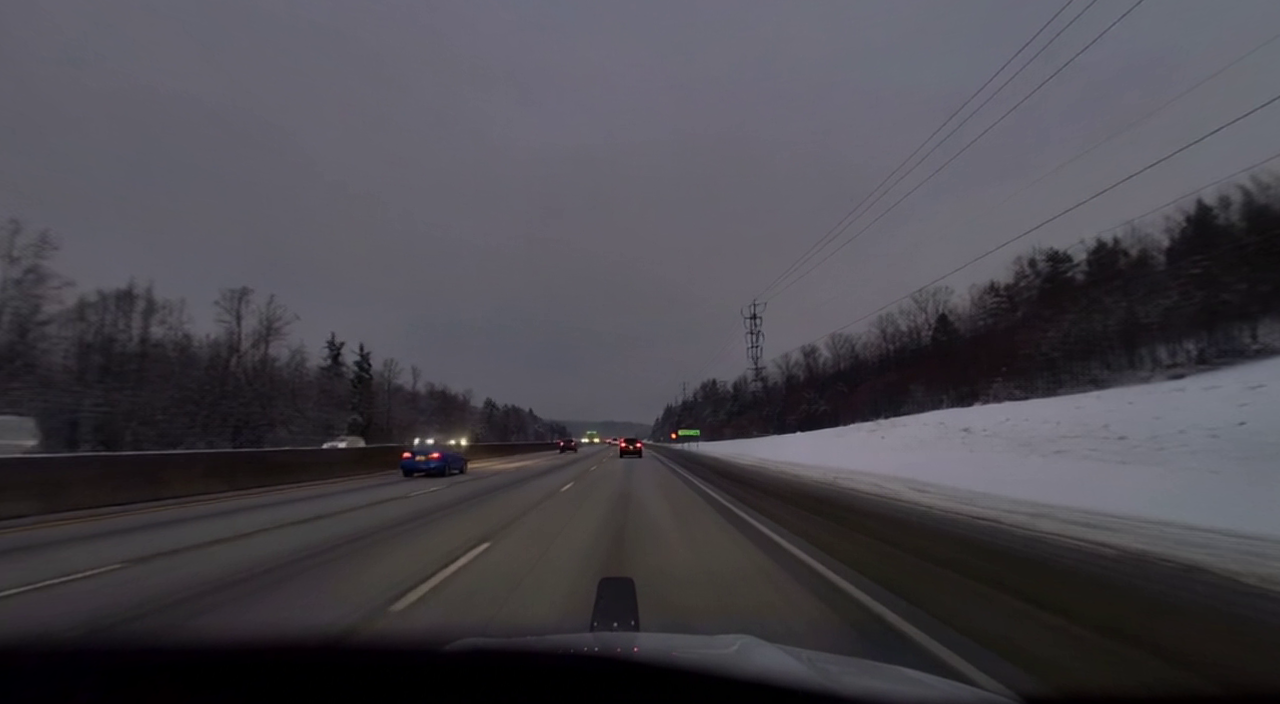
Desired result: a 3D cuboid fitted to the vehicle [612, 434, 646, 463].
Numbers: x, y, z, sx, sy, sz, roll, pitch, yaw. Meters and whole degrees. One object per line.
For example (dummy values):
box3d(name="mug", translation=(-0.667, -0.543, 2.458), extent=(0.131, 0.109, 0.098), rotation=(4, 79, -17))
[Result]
box3d(name="vehicle", translation=(-0.714, 6.189, 40.358), extent=(2.040, 1.715, 3.906), rotation=(-1, -8, -1))

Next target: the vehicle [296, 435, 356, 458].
box3d(name="vehicle", translation=(-22.604, 6.824, 45.507), extent=(1.896, 1.542, 4.581), rotation=(-1, -8, 1))

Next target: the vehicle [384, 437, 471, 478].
box3d(name="vehicle", translation=(-8.425, 4.193, 25.362), extent=(2.047, 1.486, 4.306), rotation=(-1, -8, -1))
